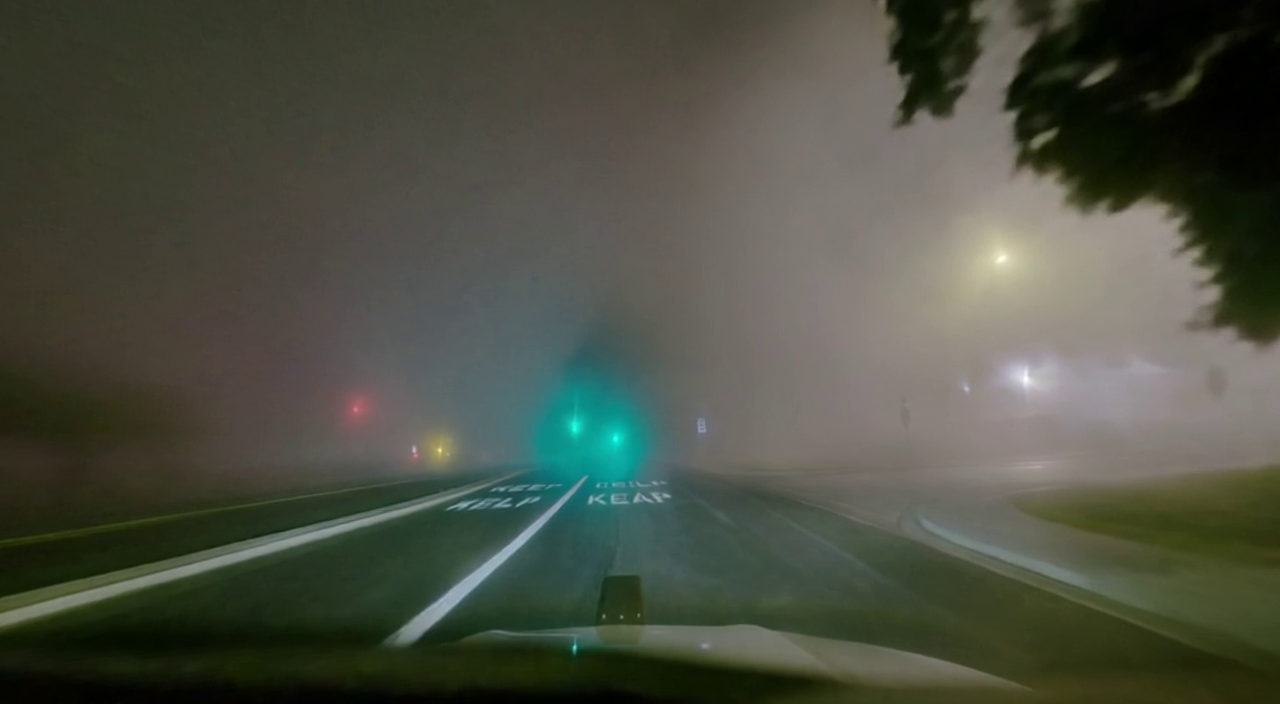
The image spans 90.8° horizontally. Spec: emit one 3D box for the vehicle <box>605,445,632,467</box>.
[{"bbox_3d":[-1.731,8.179,49.980,2.045,1.613,4.210,0,-9,-2],"label":"vehicle"}]
